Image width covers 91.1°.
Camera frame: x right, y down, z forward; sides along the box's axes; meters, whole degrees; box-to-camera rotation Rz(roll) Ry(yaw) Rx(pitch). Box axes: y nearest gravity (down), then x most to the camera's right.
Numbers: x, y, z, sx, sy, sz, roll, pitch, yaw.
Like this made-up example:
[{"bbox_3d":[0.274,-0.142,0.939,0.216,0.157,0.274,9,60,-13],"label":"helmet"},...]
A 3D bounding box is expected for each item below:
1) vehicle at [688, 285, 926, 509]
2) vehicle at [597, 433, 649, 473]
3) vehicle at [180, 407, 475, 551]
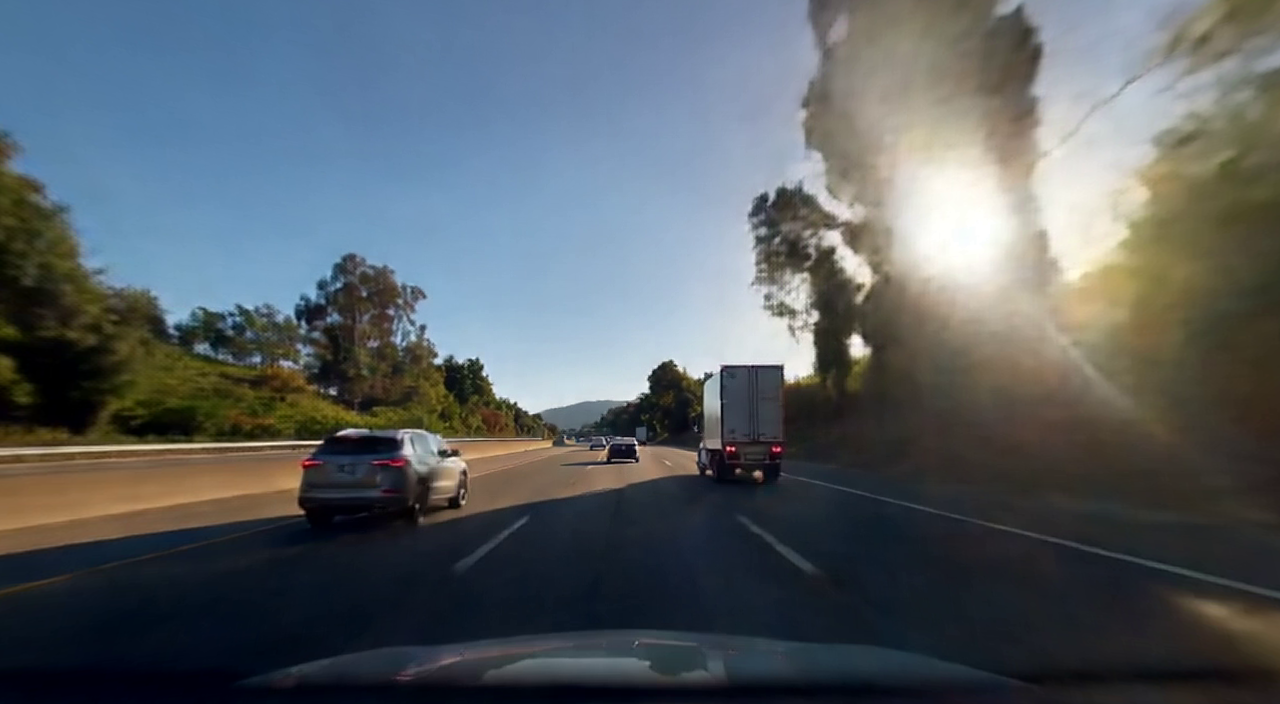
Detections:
[{"bbox_3d":[3.583,1.795,18.803,2.946,4.111,14.652,0,-8,-1],"label":"vehicle"},{"bbox_3d":[-0.704,4.297,27.072,2.048,1.563,4.087,0,-8,-1],"label":"vehicle"},{"bbox_3d":[-4.363,1.846,9.908,2.264,1.699,4.648,0,-8,0],"label":"vehicle"}]
